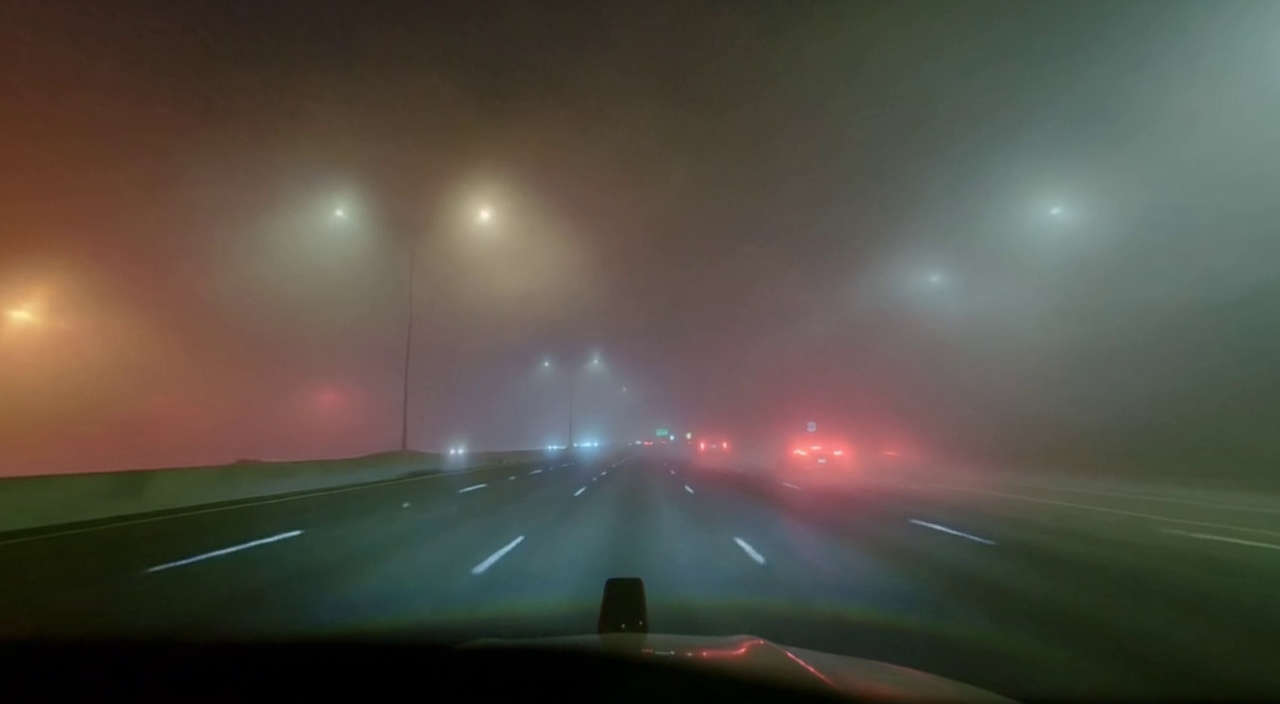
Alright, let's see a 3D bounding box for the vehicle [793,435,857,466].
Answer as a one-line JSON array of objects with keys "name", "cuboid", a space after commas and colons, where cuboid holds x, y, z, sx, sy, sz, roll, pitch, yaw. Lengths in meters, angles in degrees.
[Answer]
[{"name": "vehicle", "cuboid": [9.879, 5.312, 34.058, 2.000, 1.514, 4.585, 0, -8, -1]}]
